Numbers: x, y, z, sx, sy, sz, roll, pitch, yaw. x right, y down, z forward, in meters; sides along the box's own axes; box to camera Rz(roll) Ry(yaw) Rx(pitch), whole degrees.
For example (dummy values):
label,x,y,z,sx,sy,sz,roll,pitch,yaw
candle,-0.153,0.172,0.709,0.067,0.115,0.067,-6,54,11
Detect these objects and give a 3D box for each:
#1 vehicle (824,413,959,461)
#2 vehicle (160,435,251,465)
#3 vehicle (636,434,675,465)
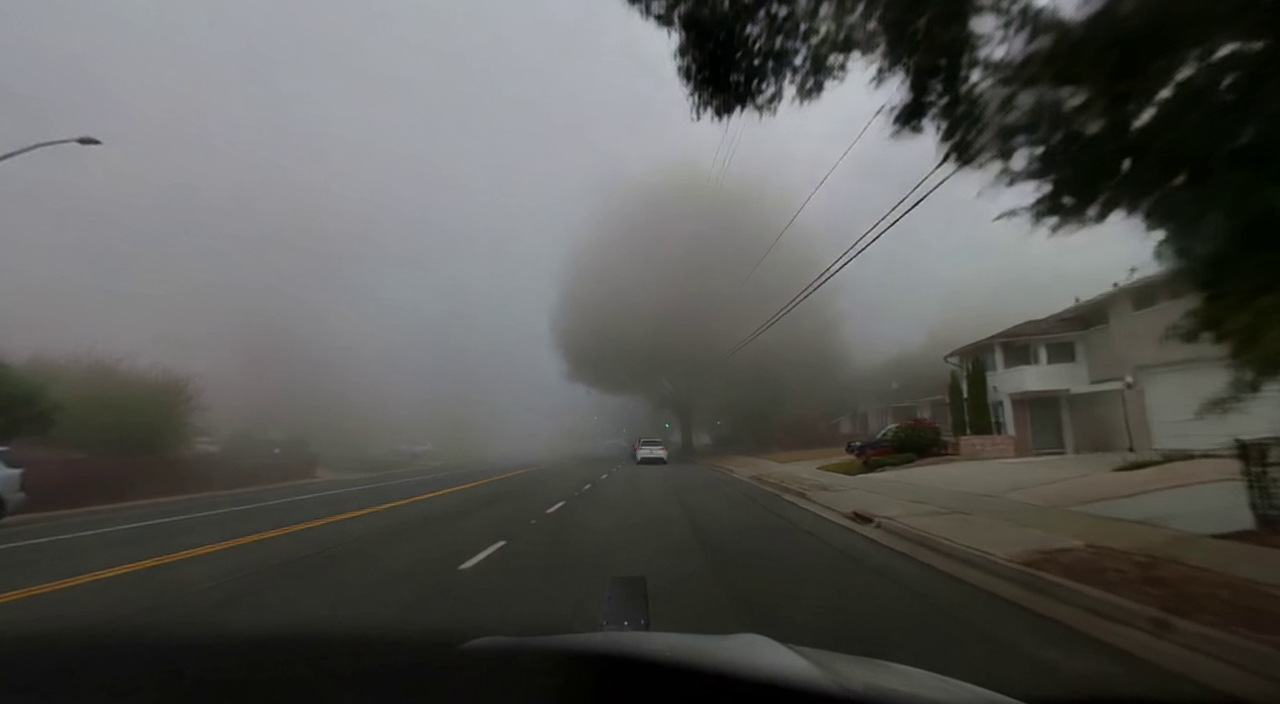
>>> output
label,x,y,z,sx,sy,sz,roll,pitch,yaw
vehicle,10.442,3.572,26.435,4.746,1.485,1.916,-5,-8,0
vehicle,-28.182,6.328,40.848,5.100,1.864,2.490,-4,-9,25
vehicle,0.865,5.464,35.359,2.088,1.607,3.903,0,-8,2
